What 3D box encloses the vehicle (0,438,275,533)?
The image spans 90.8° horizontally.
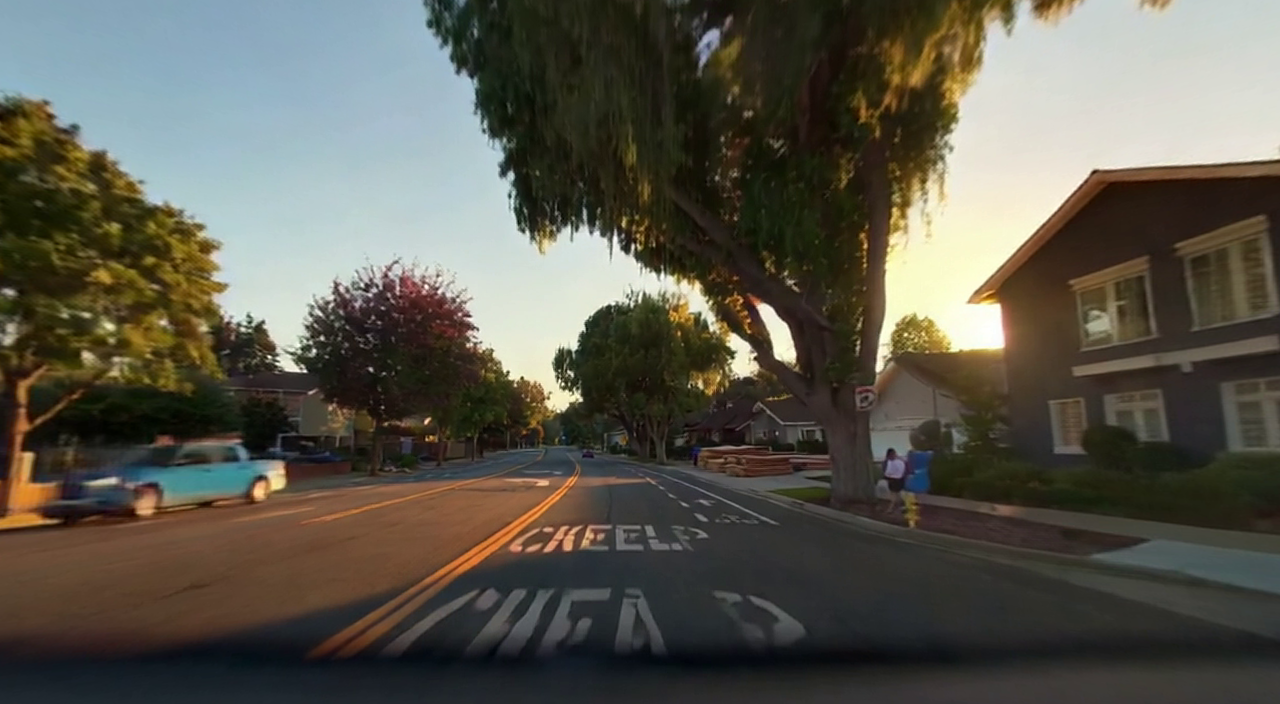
[{"bbox_3d":[-11.067,2.854,14.235,2.053,1.727,4.651,-2,-9,16],"label":"vehicle"}]
